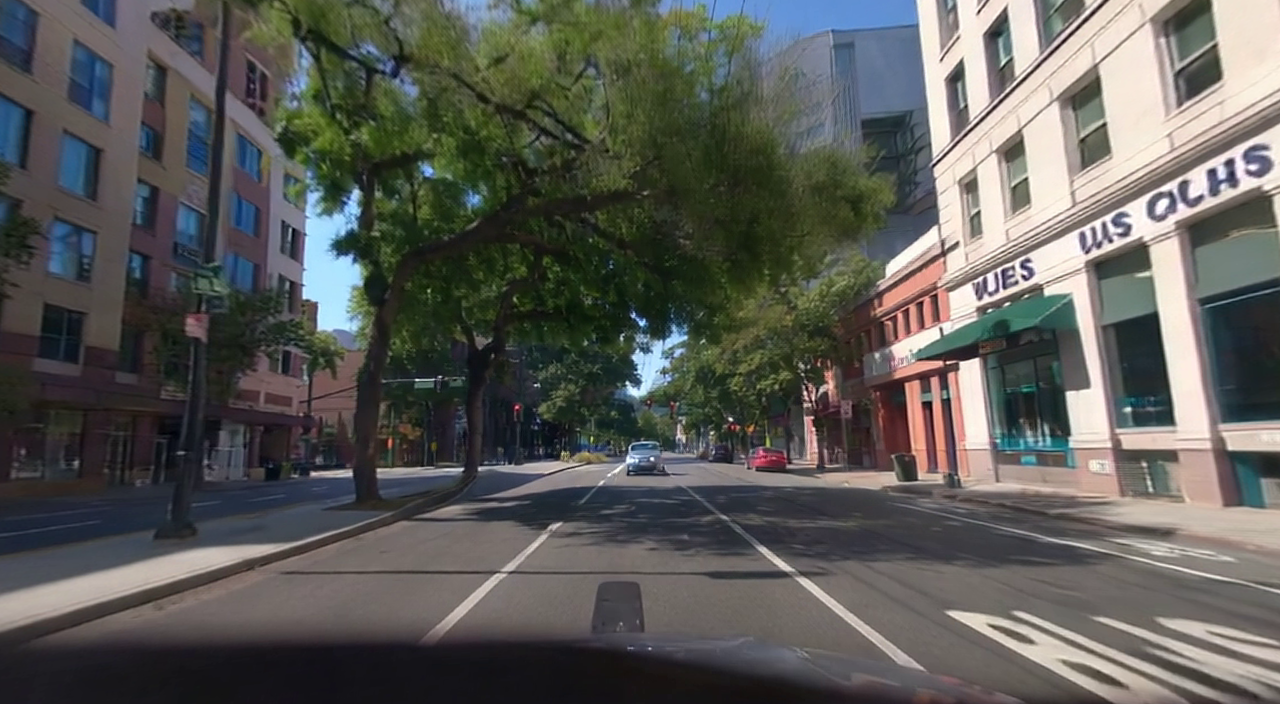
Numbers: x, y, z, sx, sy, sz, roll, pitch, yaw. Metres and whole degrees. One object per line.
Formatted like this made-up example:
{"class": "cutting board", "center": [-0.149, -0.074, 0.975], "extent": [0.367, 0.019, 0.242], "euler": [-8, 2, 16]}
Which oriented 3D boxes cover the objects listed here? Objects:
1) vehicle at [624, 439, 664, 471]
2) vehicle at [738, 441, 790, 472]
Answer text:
{"class": "vehicle", "center": [0.295, 6.065, 37.418], "extent": [2.223, 1.775, 4.250], "euler": [0, -9, 1]}
{"class": "vehicle", "center": [7.431, 6.328, 38.447], "extent": [1.987, 1.772, 4.749], "euler": [0, -9, -3]}
